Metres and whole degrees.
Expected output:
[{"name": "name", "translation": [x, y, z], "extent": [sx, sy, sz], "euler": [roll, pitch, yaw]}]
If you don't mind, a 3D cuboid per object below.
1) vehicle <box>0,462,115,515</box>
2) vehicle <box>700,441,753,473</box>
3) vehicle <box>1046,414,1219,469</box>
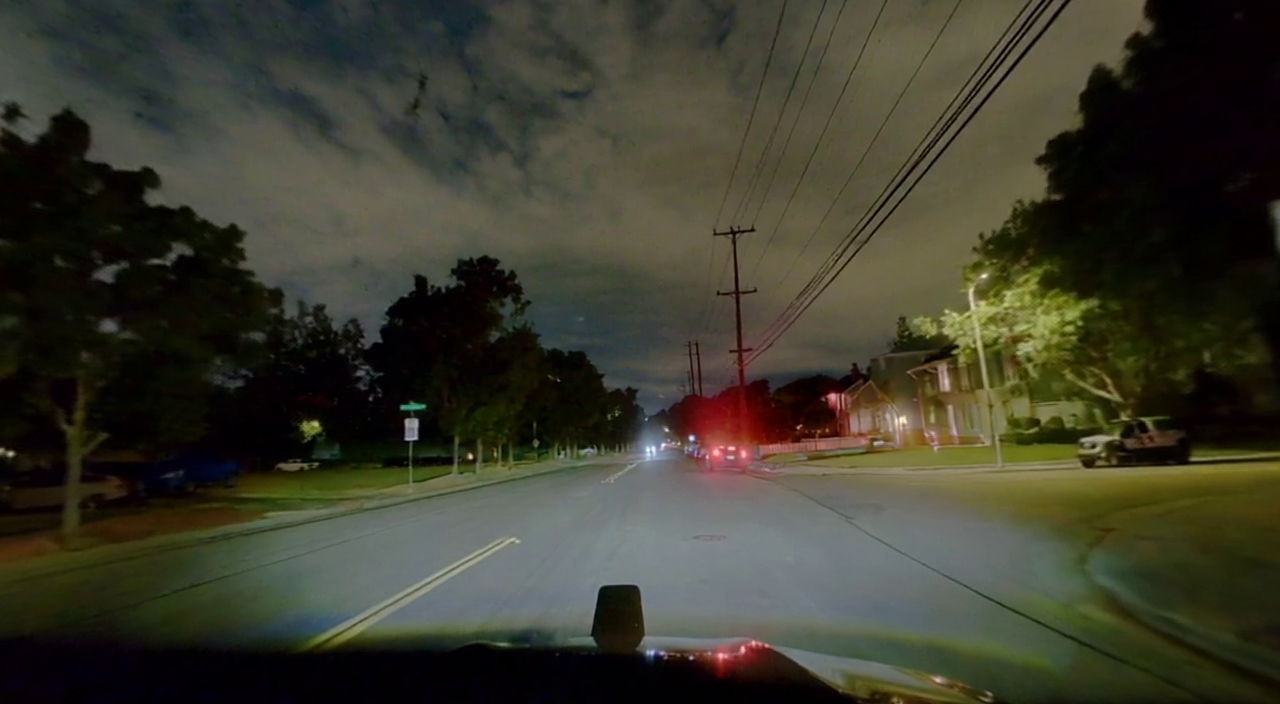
[{"name": "vehicle", "translation": [-18.421, 3.985, 18.556], "extent": [4.212, 1.392, 1.902], "euler": [4, -9, -28]}, {"name": "vehicle", "translation": [4.156, 5.118, 30.988], "extent": [1.990, 1.435, 4.526], "euler": [0, -8, 0]}, {"name": "vehicle", "translation": [16.164, 2.958, 20.919], "extent": [4.058, 1.697, 1.943], "euler": [0, -8, 0]}]
